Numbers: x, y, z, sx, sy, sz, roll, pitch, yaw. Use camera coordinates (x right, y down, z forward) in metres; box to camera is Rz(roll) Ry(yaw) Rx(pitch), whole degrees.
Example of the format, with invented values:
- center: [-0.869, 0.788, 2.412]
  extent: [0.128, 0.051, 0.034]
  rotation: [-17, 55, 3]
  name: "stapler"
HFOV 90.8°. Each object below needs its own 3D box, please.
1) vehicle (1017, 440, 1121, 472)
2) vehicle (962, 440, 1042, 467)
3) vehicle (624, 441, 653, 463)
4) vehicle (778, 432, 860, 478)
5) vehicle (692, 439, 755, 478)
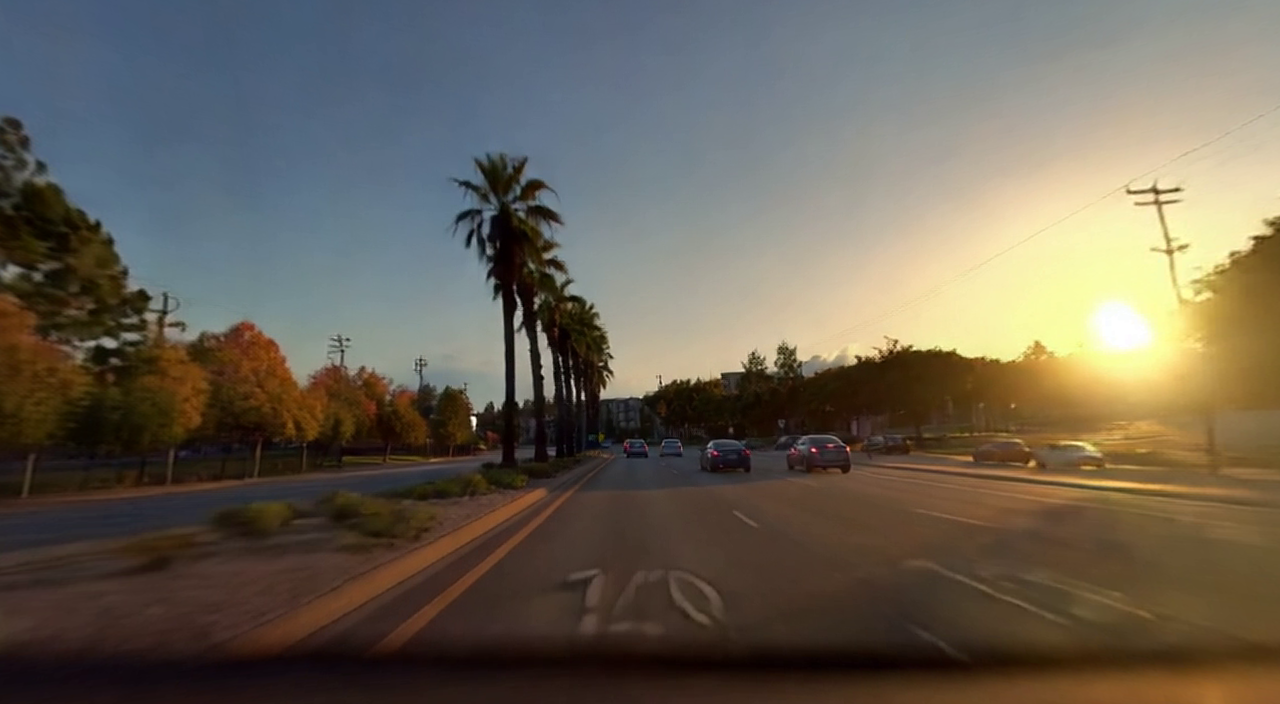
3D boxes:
- center: [20.972, 5.078, 31.147]
  extent: [1.852, 1.448, 4.601]
  rotation: [0, -8, -1]
  name: "vehicle"
- center: [20.954, 5.884, 36.793]
  extent: [1.844, 1.464, 4.546]
  rotation: [1, -8, -2]
  name: "vehicle"
- center: [-0.131, 7.257, 45.999]
  extent: [2.031, 1.444, 4.361]
  rotation: [0, -8, -1]
  name: "vehicle"
- center: [6.984, 4.047, 25.111]
  extent: [1.916, 1.646, 4.258]
  rotation: [0, -8, -1]
  name: "vehicle"
- center: [3.353, 4.366, 26.231]
  extent: [1.875, 1.452, 4.453]
  rotation: [1, -8, -2]
  name: "vehicle"
